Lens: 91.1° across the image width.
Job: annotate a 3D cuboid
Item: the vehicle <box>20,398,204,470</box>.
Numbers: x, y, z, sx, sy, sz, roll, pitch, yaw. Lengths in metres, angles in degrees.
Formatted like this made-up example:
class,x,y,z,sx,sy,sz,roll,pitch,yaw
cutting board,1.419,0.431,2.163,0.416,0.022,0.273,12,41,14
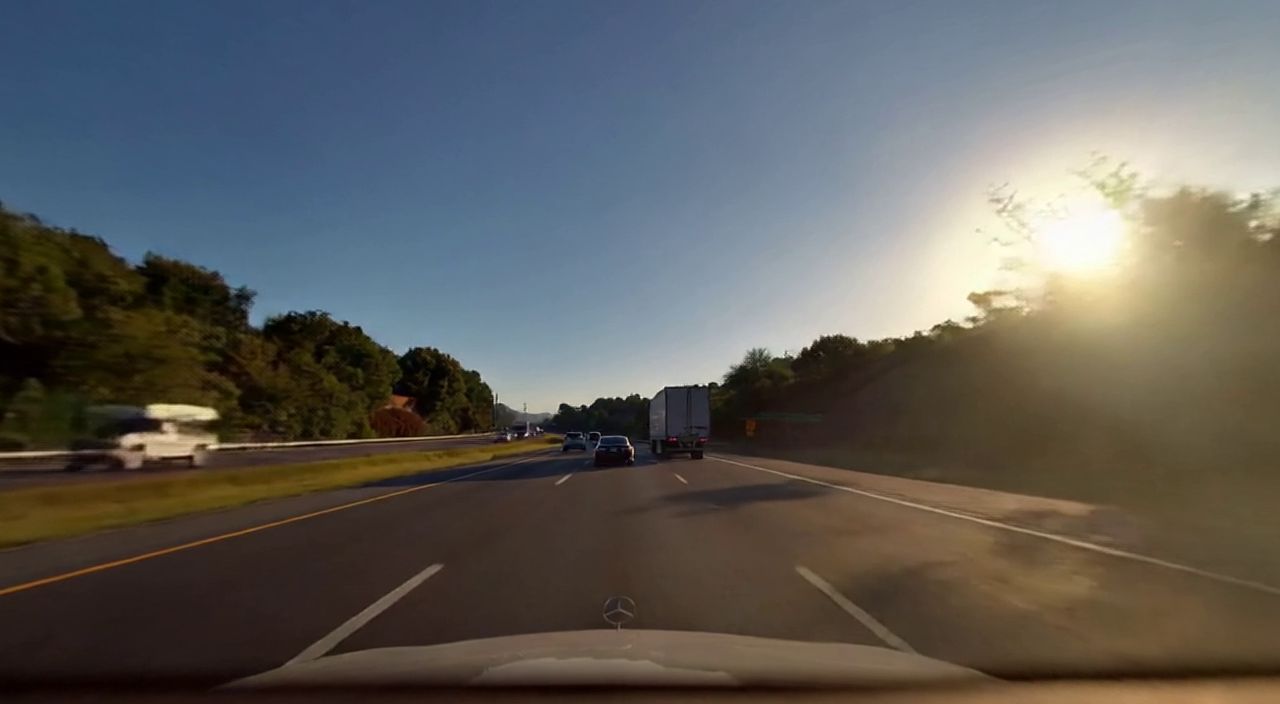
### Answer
class,x,y,z,sx,sy,sz,roll,pitch,yaw
vehicle,-21.564,3.434,26.170,2.466,2.638,6.001,0,-8,-1

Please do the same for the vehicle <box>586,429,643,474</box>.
class,x,y,z,sx,sy,sz,roll,pitch,yaw
vehicle,-0.980,3.883,24.698,2.048,1.563,4.087,0,-8,-2

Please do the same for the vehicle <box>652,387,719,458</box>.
class,x,y,z,sx,sy,sz,roll,pitch,yaw
vehicle,2.806,5.158,44.209,2.946,4.111,14.652,0,-8,-3
